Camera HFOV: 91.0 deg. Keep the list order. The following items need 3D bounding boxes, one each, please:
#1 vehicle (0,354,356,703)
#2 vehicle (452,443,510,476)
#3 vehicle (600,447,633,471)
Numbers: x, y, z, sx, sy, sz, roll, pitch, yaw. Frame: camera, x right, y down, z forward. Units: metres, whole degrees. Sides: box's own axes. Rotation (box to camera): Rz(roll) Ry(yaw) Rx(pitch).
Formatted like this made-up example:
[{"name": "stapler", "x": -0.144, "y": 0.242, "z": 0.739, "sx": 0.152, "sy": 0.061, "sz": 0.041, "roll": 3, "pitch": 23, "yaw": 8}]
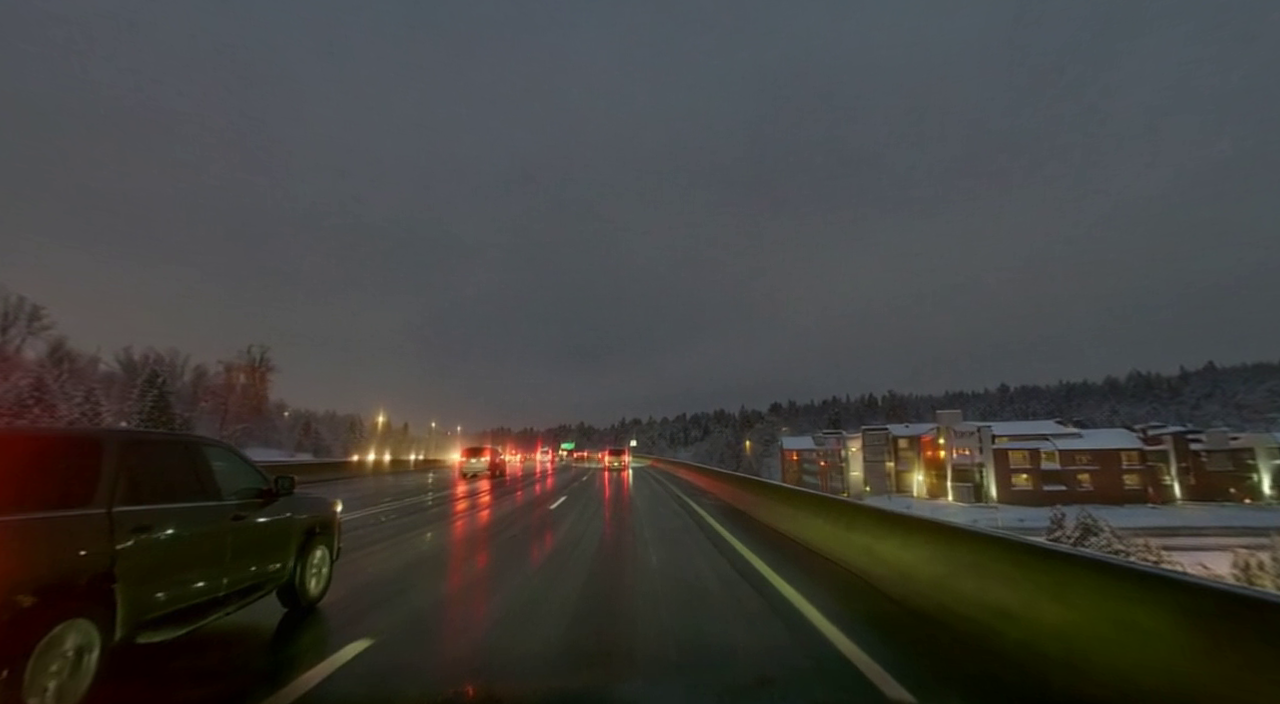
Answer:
[{"name": "vehicle", "x": -3.581, "y": 0.982, "z": 3.212, "sx": 2.036, "sy": 1.717, "sz": 4.592, "roll": 0, "pitch": -9, "yaw": 1}, {"name": "vehicle", "x": -8.634, "y": 5.848, "z": 34.555, "sx": 2.065, "sy": 1.689, "sz": 4.399, "roll": 0, "pitch": -9, "yaw": -1}, {"name": "vehicle", "x": -1.632, "y": 7.383, "z": 43.631, "sx": 2.110, "sy": 1.501, "sz": 4.319, "roll": 0, "pitch": -9, "yaw": -2}]
